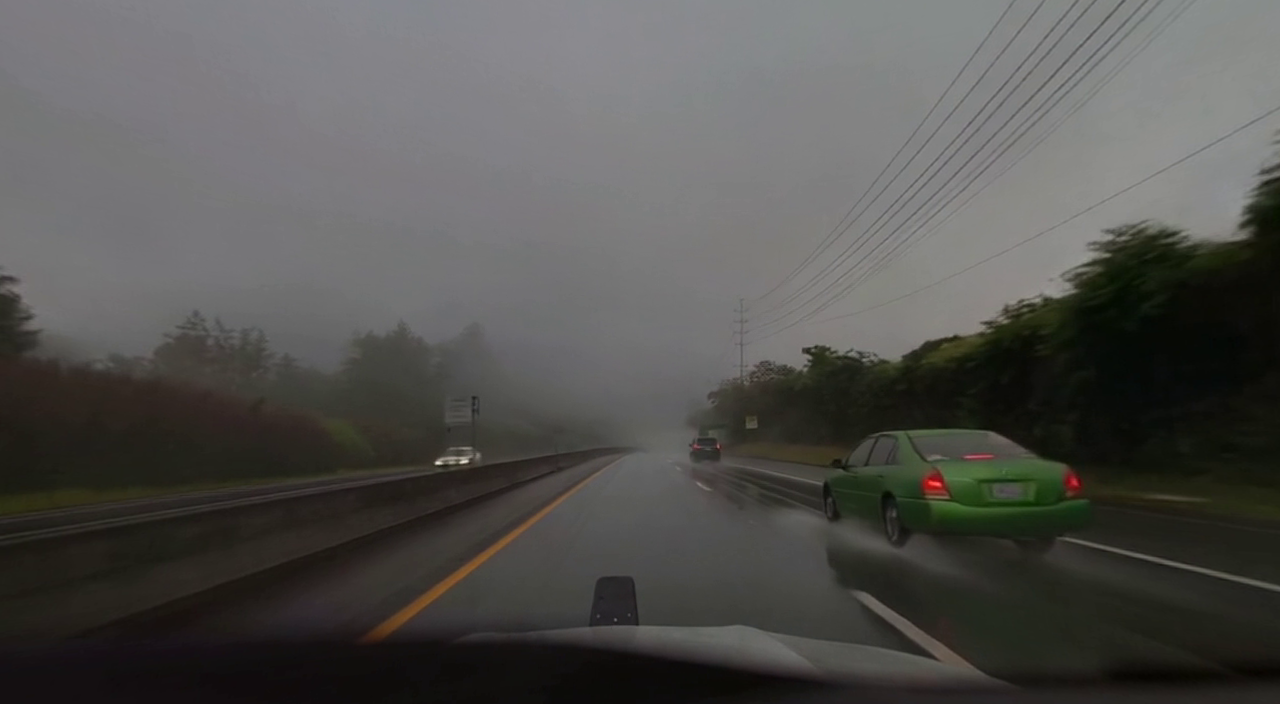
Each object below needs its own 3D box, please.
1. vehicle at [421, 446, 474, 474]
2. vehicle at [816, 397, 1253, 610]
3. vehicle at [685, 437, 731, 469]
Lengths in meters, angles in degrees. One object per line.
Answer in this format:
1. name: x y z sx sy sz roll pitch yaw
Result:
1. vehicle: -11.094 6.217 36.453 1.954 1.530 3.423 -1 -8 0
2. vehicle: 3.622 1.458 7.045 1.977 1.581 4.428 -1 -8 0
3. vehicle: 3.375 5.068 31.856 1.868 1.507 3.833 0 -8 -1
